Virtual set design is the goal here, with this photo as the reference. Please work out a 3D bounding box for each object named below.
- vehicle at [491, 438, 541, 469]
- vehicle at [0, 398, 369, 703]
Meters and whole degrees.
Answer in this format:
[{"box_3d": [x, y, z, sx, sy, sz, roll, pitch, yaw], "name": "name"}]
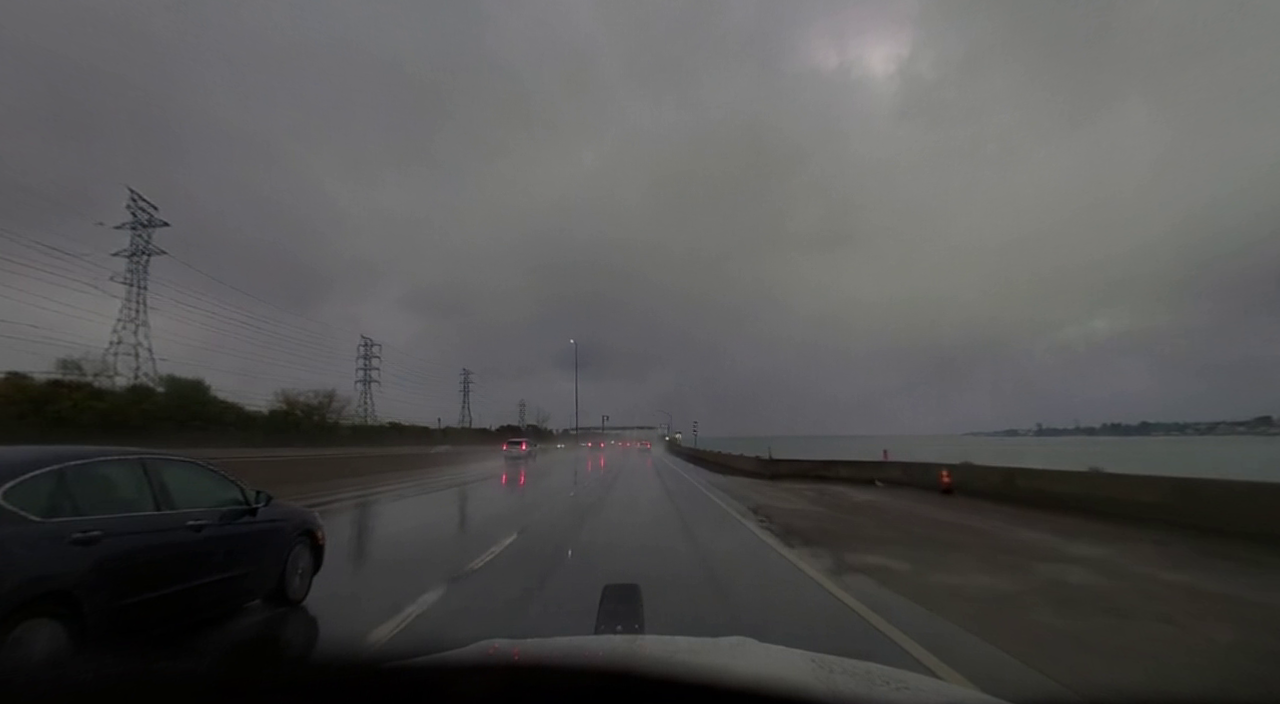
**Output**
[{"box_3d": [-7.383, 6.094, 38.125, 2.050, 1.717, 4.418, 0, -8, 1], "name": "vehicle"}, {"box_3d": [-3.589, 1.105, 3.647, 2.015, 1.501, 4.454, 0, -8, 1], "name": "vehicle"}]
